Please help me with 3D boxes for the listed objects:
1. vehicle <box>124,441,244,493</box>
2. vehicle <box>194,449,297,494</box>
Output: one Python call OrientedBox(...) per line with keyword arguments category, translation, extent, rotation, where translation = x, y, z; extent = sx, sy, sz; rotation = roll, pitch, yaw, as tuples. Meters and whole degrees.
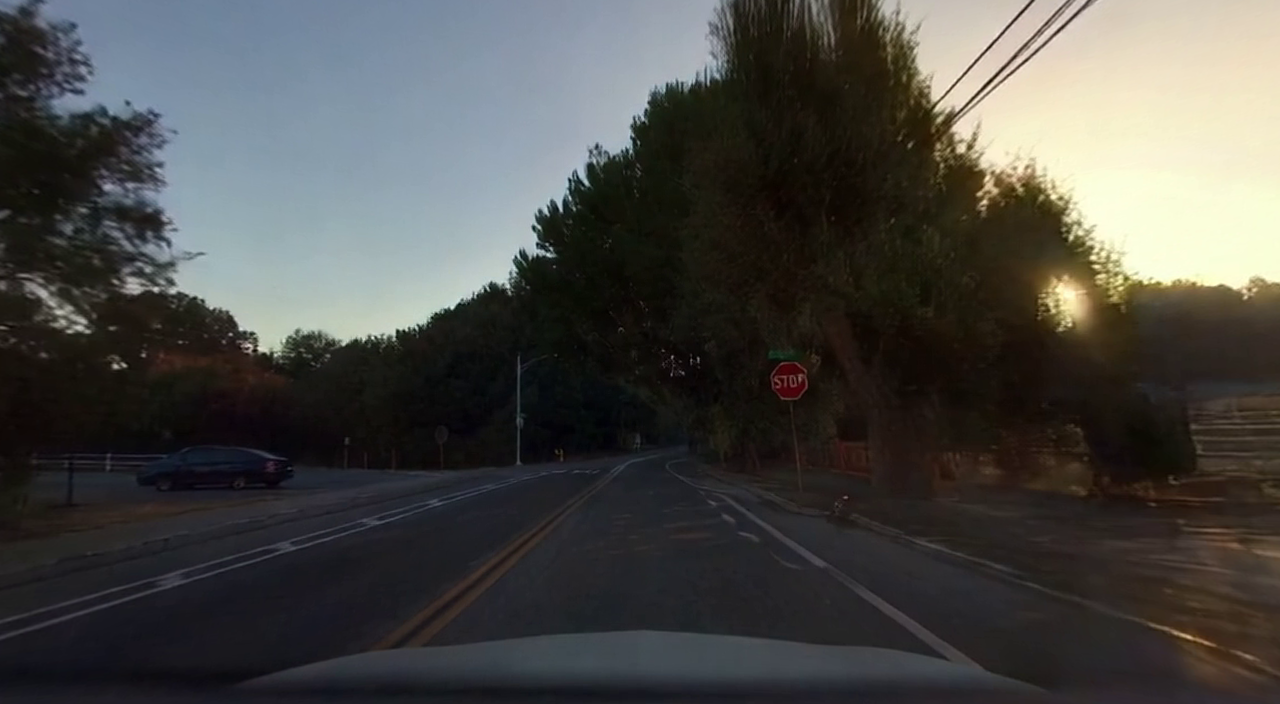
OrientedBox(category="vehicle", translation=(-17.882, 4.527, 24.995), extent=(1.849, 1.831, 3.980), rotation=(-2, -10, -2))
OrientedBox(category="vehicle", translation=(-14.730, 4.440, 23.777), extent=(1.739, 1.539, 3.548), rotation=(0, -8, -4))
